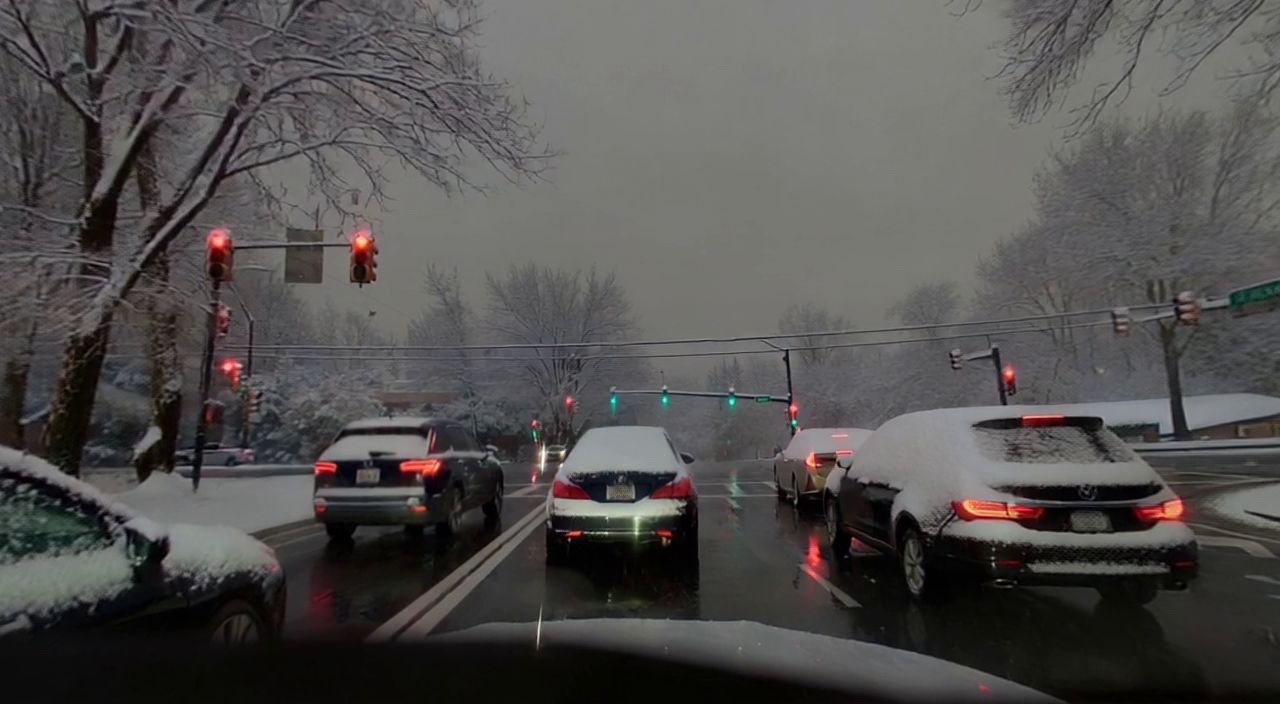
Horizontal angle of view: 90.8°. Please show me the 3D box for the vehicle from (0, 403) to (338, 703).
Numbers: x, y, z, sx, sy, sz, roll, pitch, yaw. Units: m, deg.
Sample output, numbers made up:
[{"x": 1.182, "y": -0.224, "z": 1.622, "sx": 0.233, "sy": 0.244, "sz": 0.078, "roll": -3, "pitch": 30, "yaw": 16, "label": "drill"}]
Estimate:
[{"x": -3.350, "y": 0.974, "z": 2.555, "sx": 1.863, "sy": 1.495, "sz": 4.667, "roll": 0, "pitch": -8, "yaw": 1, "label": "vehicle"}]

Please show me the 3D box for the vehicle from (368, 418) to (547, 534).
[{"x": -3.203, "y": 2.277, "z": 12.208, "sx": 2.048, "sy": 1.805, "sz": 4.405, "roll": 0, "pitch": -8, "yaw": 1, "label": "vehicle"}]

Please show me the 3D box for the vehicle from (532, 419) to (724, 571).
[{"x": -0.104, "y": 1.848, "z": 8.873, "sx": 2.106, "sy": 1.655, "sz": 3.717, "roll": 0, "pitch": -8, "yaw": 1, "label": "vehicle"}]

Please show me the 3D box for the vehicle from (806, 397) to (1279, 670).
[{"x": 3.223, "y": 1.439, "z": 6.174, "sx": 2.006, "sy": 1.659, "sz": 4.462, "roll": 0, "pitch": -8, "yaw": 0, "label": "vehicle"}]
